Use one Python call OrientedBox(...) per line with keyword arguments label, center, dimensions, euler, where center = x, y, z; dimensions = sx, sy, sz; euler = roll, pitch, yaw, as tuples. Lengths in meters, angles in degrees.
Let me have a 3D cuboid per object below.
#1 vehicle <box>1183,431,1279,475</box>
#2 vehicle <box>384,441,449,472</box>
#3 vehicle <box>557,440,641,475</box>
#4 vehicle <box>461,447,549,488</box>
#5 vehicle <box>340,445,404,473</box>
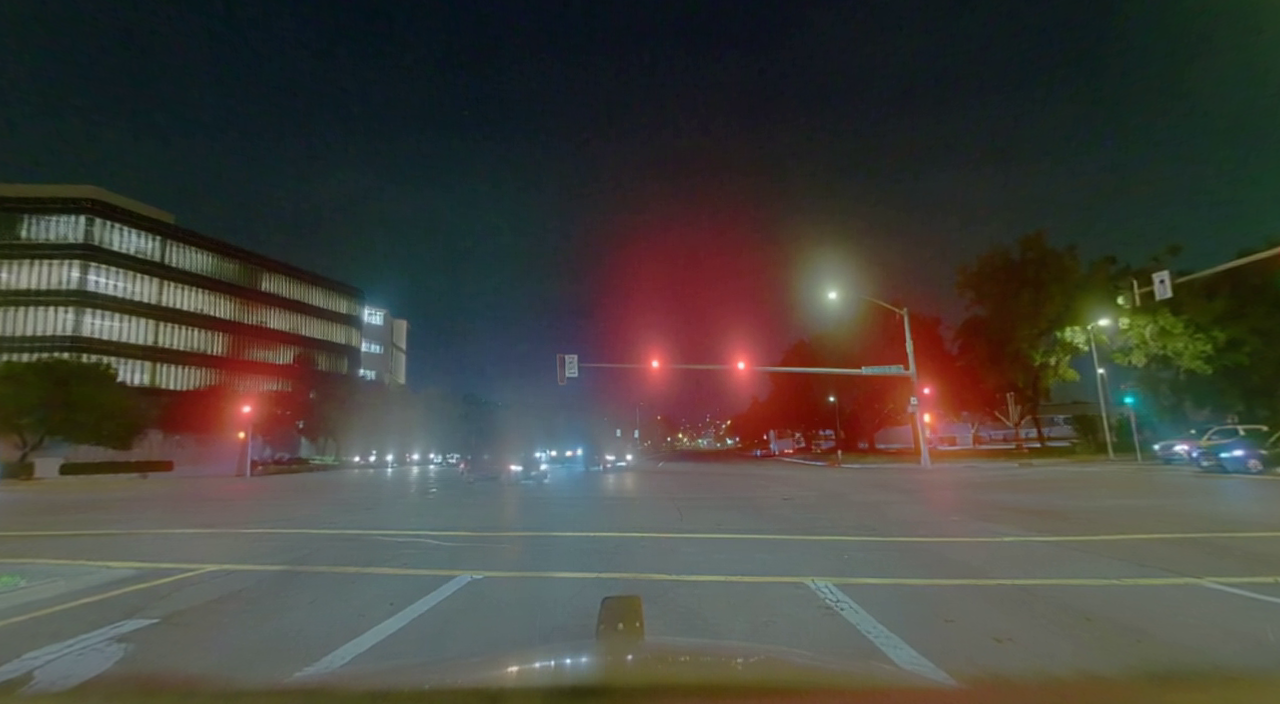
OrientedBox(label="vehicle", center=(22.324, 3.559, 22.367), dimensions=(4.474, 1.477, 1.908), euler=(0, -9, -3))
OrientedBox(label="vehicle", center=(-15.136, 7.121, 43.243), dimensions=(2.340, 1.946, 5.450), euler=(-1, -9, 1))
OrientedBox(label="vehicle", center=(-1.998, 4.852, 29.171), dimensions=(2.109, 1.461, 4.637), euler=(4, -10, -28))
OrientedBox(label="vehicle", center=(-4.911, 4.082, 22.611), dimensions=(1.910, 1.288, 4.093), euler=(5, -10, -29))
OrientedBox(label="vehicle", center=(-18.558, 7.408, 44.080), dimensions=(2.237, 1.842, 5.116), euler=(0, -9, 0))
